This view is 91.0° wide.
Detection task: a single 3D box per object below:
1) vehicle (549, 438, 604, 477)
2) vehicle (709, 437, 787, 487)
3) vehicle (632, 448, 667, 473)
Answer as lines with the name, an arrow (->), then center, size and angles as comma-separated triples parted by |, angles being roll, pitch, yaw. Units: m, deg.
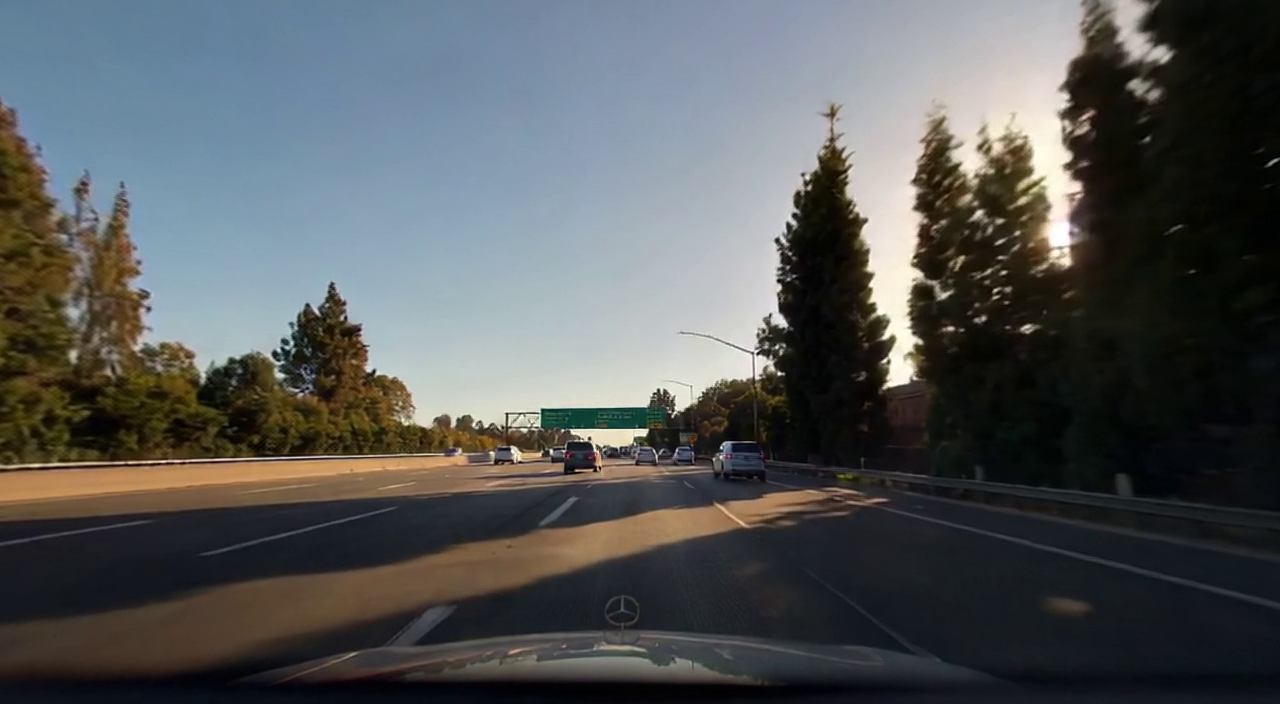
vehicle -> -3.343, 5.696, 34.255 | 2.449, 1.929, 5.503 | 0, -9, -1
vehicle -> 4.127, 4.314, 25.020 | 2.218, 1.776, 4.807 | 0, -9, 0
vehicle -> 0.604, 6.975, 40.789 | 2.126, 1.529, 4.438 | 0, -9, 1
